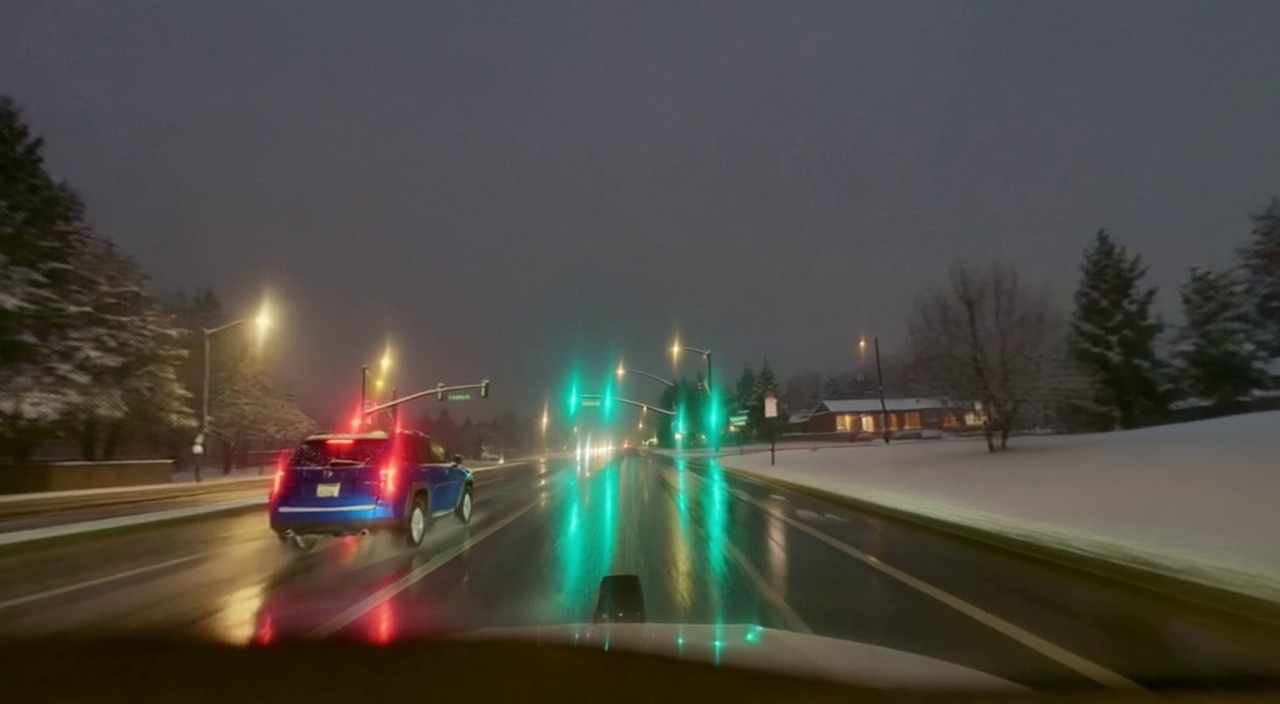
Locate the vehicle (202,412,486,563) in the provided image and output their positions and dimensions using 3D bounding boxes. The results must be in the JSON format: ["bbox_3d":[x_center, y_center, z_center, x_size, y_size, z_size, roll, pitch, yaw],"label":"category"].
[{"bbox_3d":[-3.953,1.891,9.529,2.121,1.724,4.392,0,-9,0],"label":"vehicle"}]
